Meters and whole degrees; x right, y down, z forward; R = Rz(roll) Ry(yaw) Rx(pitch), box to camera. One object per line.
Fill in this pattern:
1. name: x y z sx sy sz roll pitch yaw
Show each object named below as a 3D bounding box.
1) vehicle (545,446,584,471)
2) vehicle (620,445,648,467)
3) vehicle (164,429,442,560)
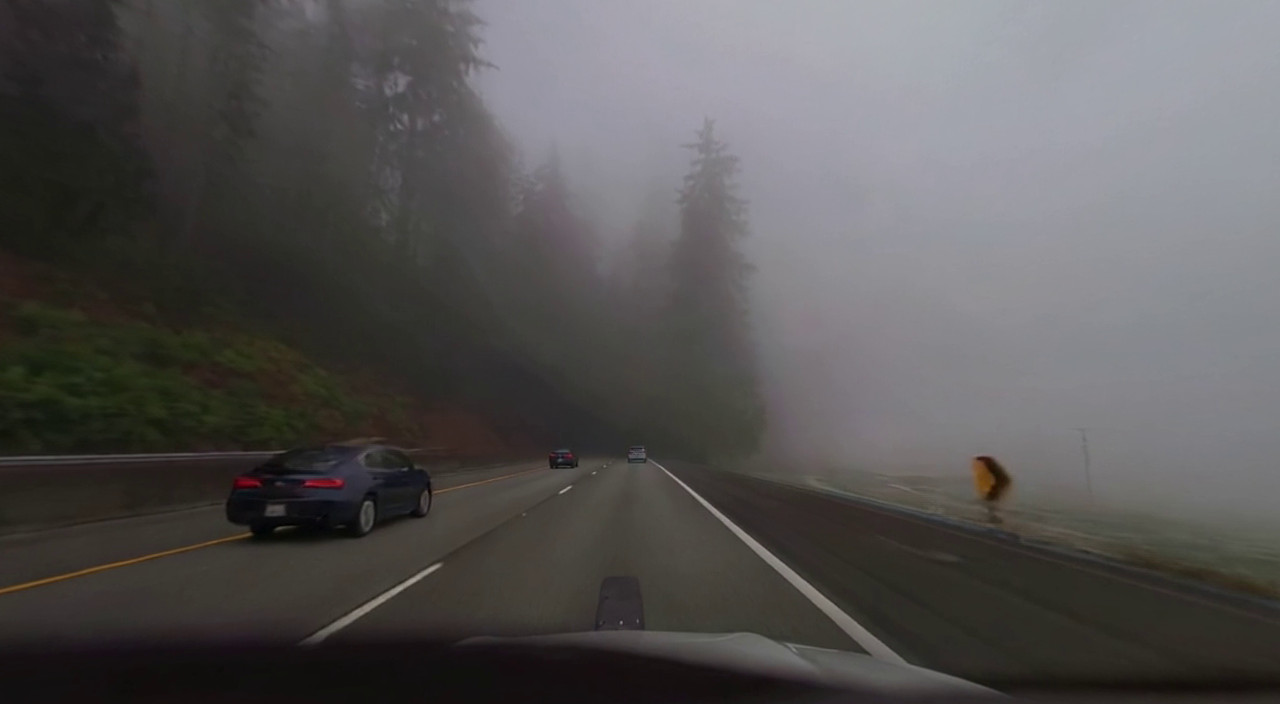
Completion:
1. vehicle: -4.818 6.847 40.854 2.052 1.468 4.390 0 -9 0
2. vehicle: -0.496 8.177 49.610 2.070 1.603 4.806 1 -9 -1
3. vehicle: -4.636 2.001 9.608 1.838 1.508 4.317 0 -9 0
